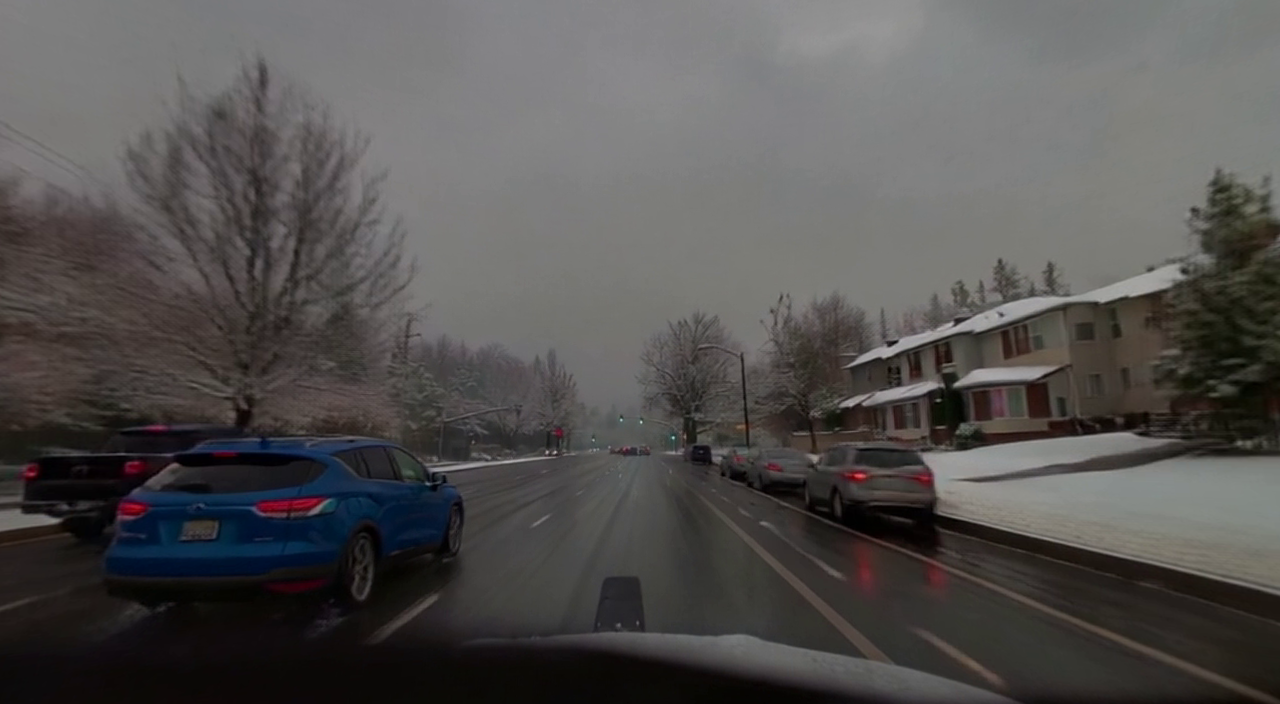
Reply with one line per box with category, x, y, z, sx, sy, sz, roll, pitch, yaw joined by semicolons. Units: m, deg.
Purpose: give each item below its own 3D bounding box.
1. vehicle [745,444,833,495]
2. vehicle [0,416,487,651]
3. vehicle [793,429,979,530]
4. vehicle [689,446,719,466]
vehicle;4.867;3.898;21.282;1.889;1.491;4.614;0;-9;0
vehicle;-3.135;1.503;6.339;1.982;1.478;4.465;0;-9;1
vehicle;4.744;2.517;13.001;2.014;1.700;4.369;0;-9;-1
vehicle;4.900;7.997;48.569;1.955;1.499;4.536;0;-9;2
